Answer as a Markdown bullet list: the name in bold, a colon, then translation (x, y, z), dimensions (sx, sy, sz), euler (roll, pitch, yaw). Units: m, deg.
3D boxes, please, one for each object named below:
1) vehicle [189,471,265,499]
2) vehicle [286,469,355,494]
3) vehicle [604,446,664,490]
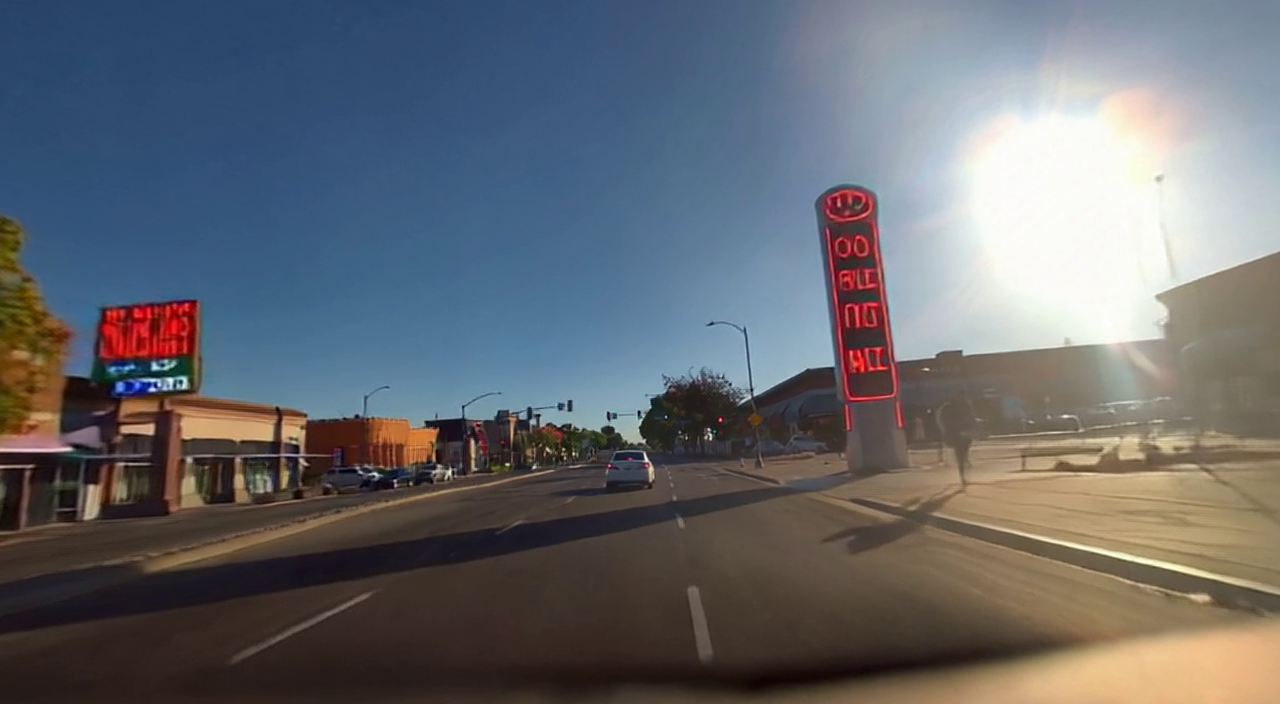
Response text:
- **vehicle**: translation (-29.419, 9.419, 45.006), dimensions (4.261, 1.756, 1.915), euler (6, -11, -38)
- **vehicle**: translation (-24.085, 9.719, 47.680), dimensions (4.310, 1.663, 1.881), euler (6, -10, -34)
- **vehicle**: translation (-0.128, 4.246, 23.495), dimensions (1.977, 1.451, 4.032), euler (-1, -8, 3)
